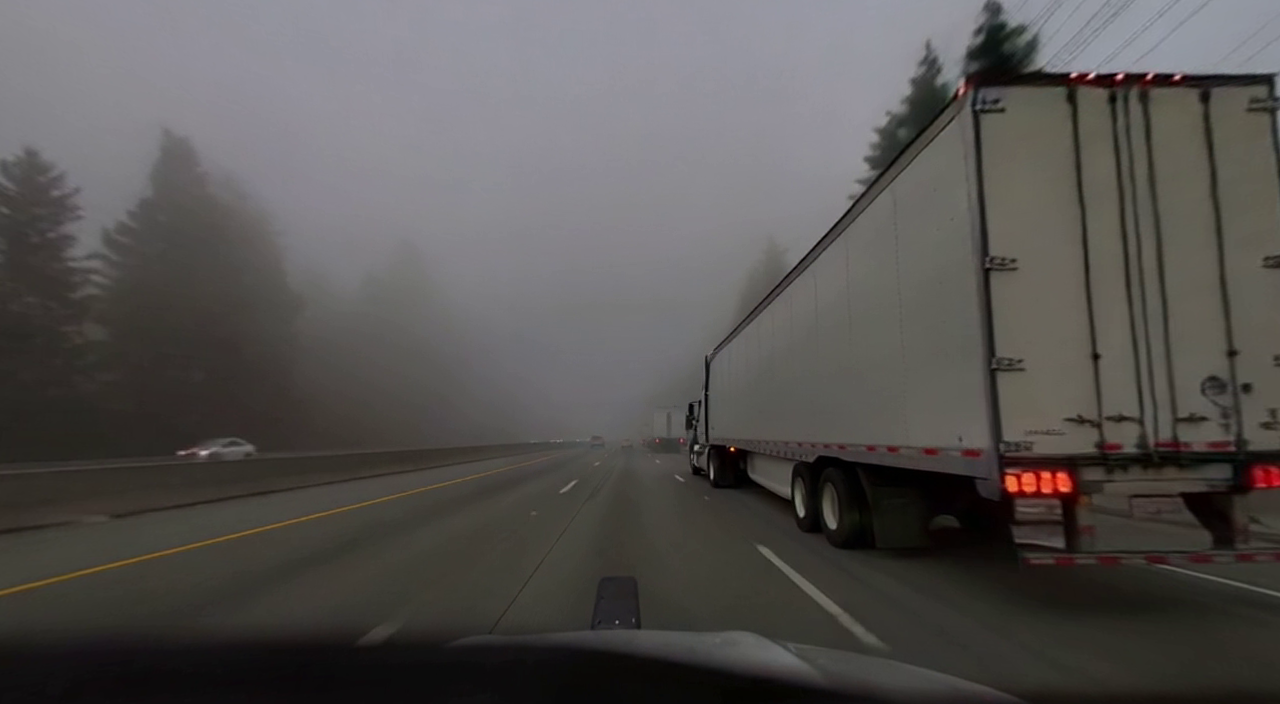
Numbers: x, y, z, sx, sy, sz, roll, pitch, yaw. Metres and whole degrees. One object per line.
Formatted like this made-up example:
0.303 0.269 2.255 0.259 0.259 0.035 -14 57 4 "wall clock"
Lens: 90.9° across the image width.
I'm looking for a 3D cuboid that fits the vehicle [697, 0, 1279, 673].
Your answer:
3.325 0.674 10.752 2.905 4.080 14.157 0 -8 -2 "vehicle"
